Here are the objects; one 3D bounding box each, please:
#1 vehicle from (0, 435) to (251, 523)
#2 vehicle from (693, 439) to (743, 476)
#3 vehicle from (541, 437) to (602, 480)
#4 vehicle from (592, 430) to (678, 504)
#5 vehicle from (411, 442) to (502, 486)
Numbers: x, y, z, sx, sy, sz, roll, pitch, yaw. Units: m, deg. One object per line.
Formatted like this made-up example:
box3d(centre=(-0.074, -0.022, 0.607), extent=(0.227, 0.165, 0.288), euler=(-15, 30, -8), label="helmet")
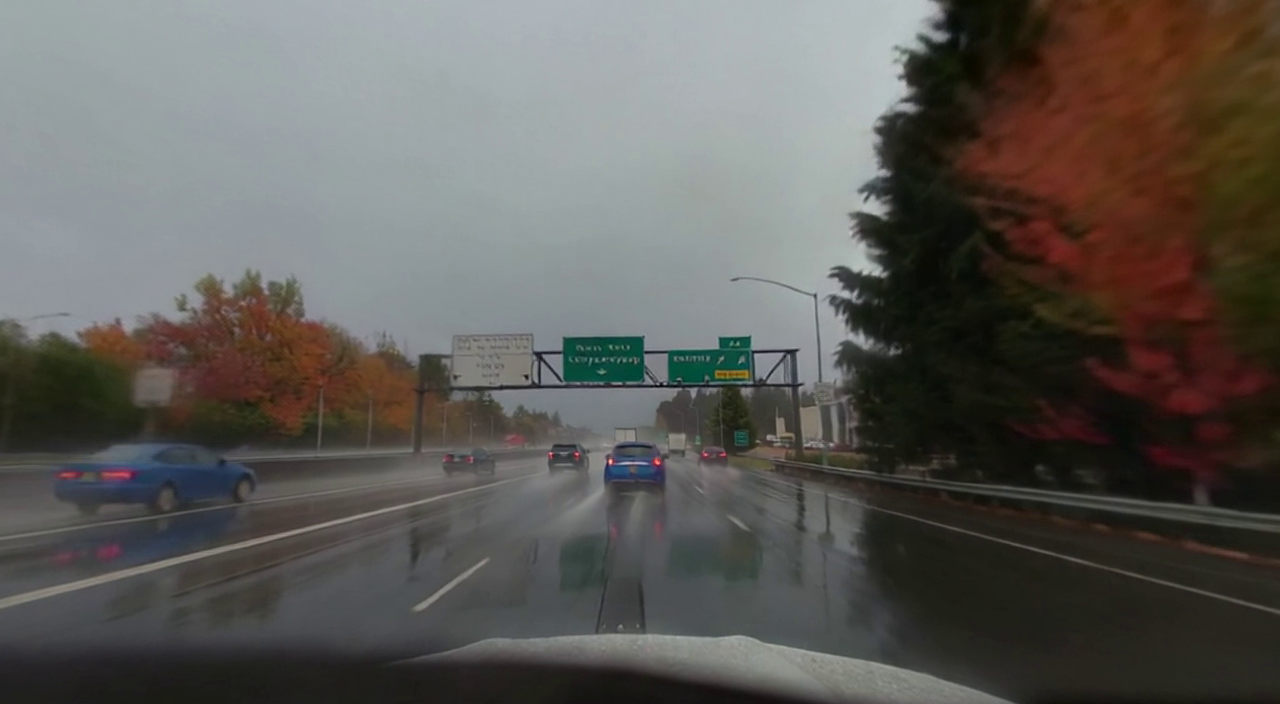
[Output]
box3d(centre=(-10.864, 2.598, 13.482), extent=(2.006, 1.509, 4.634), euler=(0, -9, 1), label="vehicle")
box3d(centre=(4.098, 5.625, 33.736), extent=(2.193, 1.778, 4.488), euler=(0, -9, 1), label="vehicle")
box3d(centre=(-2.980, 4.757, 28.328), extent=(2.111, 1.742, 4.315), euler=(0, -9, 2), label="vehicle")
box3d(centre=(-0.007, 3.141, 17.614), extent=(2.101, 1.742, 4.495), euler=(0, -9, 3), label="vehicle")
box3d(centre=(-7.060, 4.351, 24.799), extent=(2.057, 1.496, 4.661), euler=(0, -9, 2), label="vehicle")
